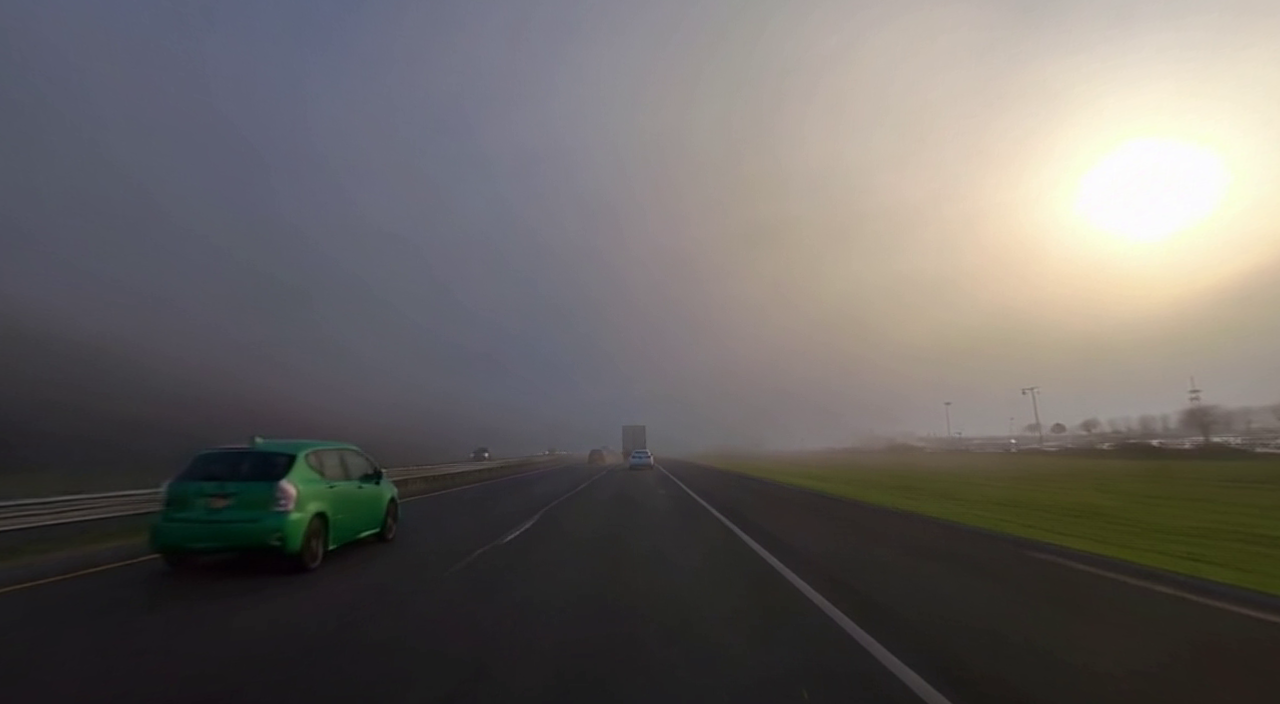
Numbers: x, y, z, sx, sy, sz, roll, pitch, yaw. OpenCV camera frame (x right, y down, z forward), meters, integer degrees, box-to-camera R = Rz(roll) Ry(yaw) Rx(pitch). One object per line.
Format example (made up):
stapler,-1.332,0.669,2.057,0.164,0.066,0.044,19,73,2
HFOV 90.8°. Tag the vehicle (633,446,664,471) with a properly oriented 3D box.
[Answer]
vehicle,0.517,7.179,42.641,1.992,1.593,3.937,0,-9,-1

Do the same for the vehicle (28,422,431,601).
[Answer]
vehicle,-4.271,1.716,7.587,2.172,1.548,3.953,0,-9,0
